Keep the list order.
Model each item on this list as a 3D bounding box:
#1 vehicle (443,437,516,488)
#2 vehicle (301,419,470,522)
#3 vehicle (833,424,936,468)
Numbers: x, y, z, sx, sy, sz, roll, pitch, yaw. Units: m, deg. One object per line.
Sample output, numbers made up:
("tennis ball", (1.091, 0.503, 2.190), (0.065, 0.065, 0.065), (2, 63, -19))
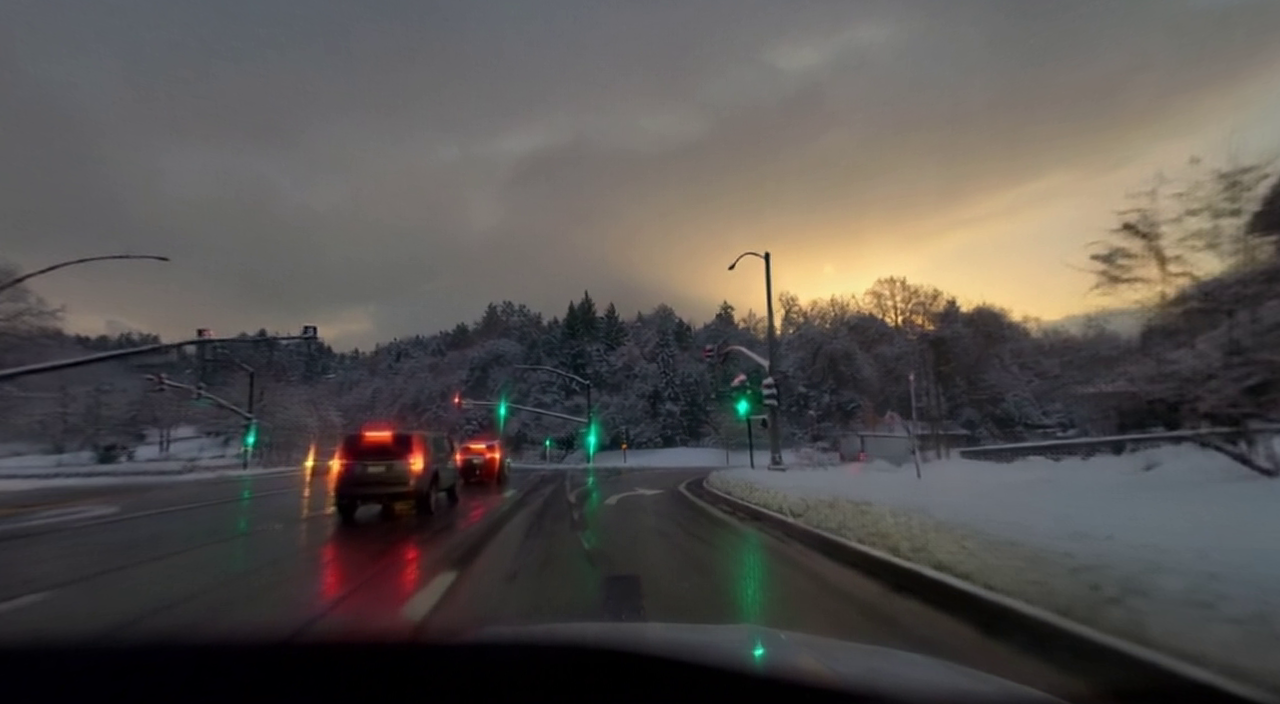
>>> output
("vehicle", (-5.689, 3.953, 22.780), (2.024, 1.655, 4.301), (1, -8, -7))
("vehicle", (-5.167, 2.450, 13.515), (2.152, 1.822, 4.391), (1, -8, -6))
("vehicle", (16.675, 6.398, 42.839), (6.269, 2.785, 2.334), (2, -9, -16))
